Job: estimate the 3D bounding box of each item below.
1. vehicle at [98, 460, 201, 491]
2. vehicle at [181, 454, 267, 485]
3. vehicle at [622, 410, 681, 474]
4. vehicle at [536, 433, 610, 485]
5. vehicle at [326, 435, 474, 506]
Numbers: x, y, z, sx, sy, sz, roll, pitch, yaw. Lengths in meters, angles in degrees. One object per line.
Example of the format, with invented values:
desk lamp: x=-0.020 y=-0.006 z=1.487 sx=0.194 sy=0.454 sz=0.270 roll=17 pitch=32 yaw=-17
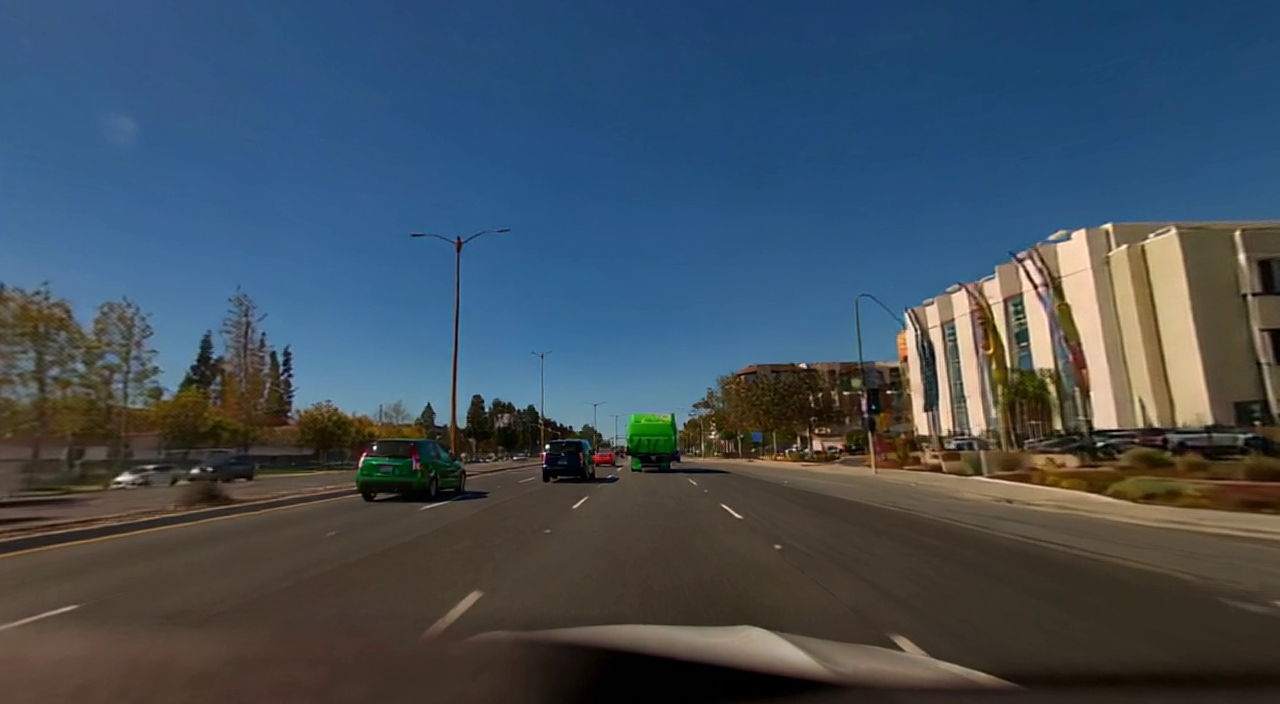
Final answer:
vehicle: x=-27.816 y=6.999 z=35.853 sx=1.876 sy=1.505 sz=4.876 roll=0 pitch=-8 yaw=2
vehicle: x=-24.550 y=6.923 z=37.274 sx=1.932 sy=1.660 sz=4.486 roll=0 pitch=-8 yaw=2
vehicle: x=0.657 y=5.056 z=35.243 sx=2.993 sy=3.235 sz=6.692 roll=0 pitch=-8 yaw=1
vehicle: x=-2.467 y=4.119 z=24.521 sx=2.178 sy=1.826 sz=4.933 roll=0 pitch=-8 yaw=2
vehicle: x=-6.179 y=3.097 z=16.917 sx=2.045 sy=1.630 sz=4.680 roll=0 pitch=-8 yaw=1
